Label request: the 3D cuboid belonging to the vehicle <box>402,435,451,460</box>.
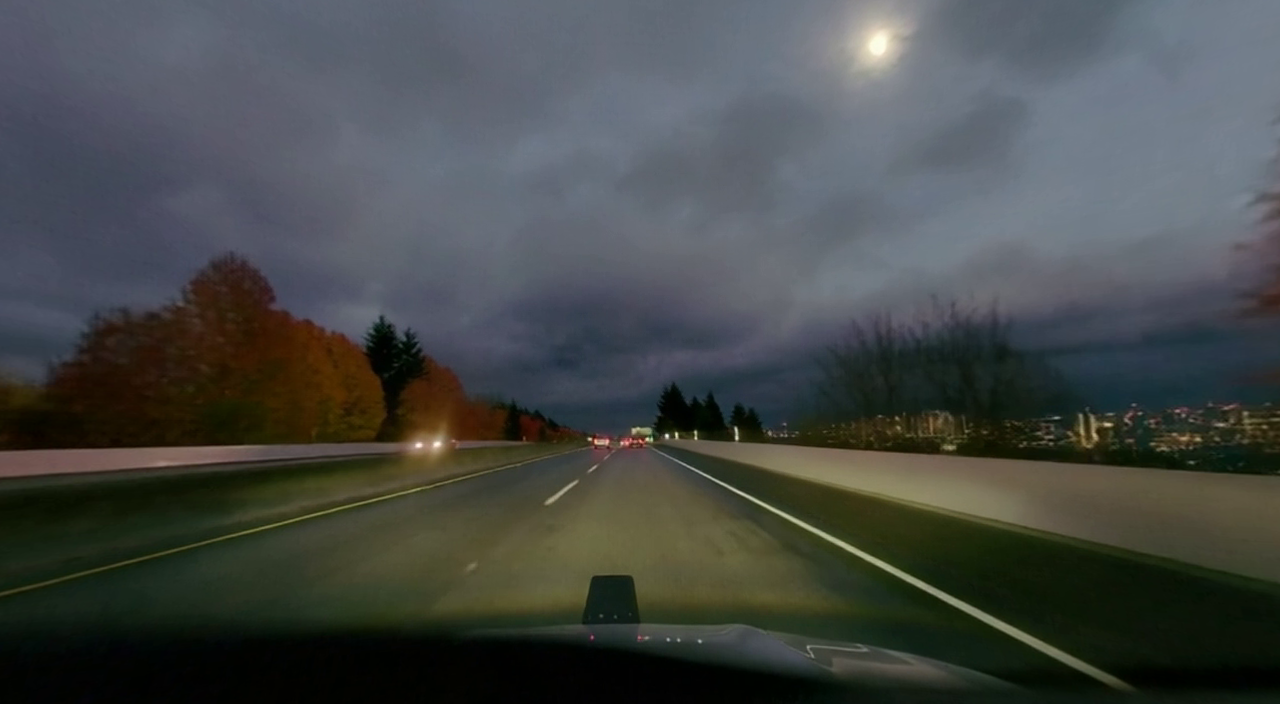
[{"bbox_3d":[-16.571,7.408,49.100,1.997,1.795,5.328,0,-8,0],"label":"vehicle"}]
